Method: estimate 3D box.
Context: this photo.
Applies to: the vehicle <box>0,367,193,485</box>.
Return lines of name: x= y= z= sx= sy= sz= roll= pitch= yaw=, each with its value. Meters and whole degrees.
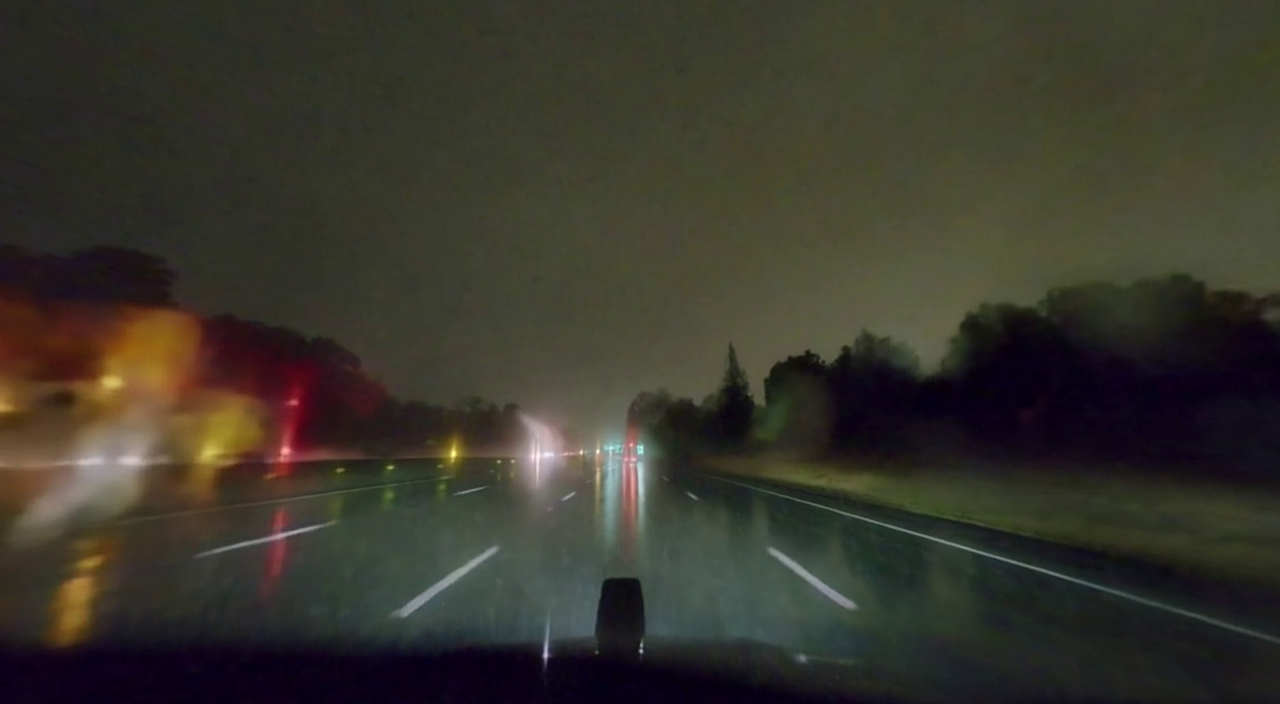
vehicle: x=-23.647 y=3.219 z=26.064 sx=2.962 sy=4.021 sz=10.168 roll=0 pitch=-9 yaw=-1

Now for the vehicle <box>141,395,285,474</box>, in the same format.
vehicle: x=-23.984 y=4.807 z=36.126 sx=2.878 sy=4.017 sz=7.641 roll=0 pitch=-9 yaw=-2
